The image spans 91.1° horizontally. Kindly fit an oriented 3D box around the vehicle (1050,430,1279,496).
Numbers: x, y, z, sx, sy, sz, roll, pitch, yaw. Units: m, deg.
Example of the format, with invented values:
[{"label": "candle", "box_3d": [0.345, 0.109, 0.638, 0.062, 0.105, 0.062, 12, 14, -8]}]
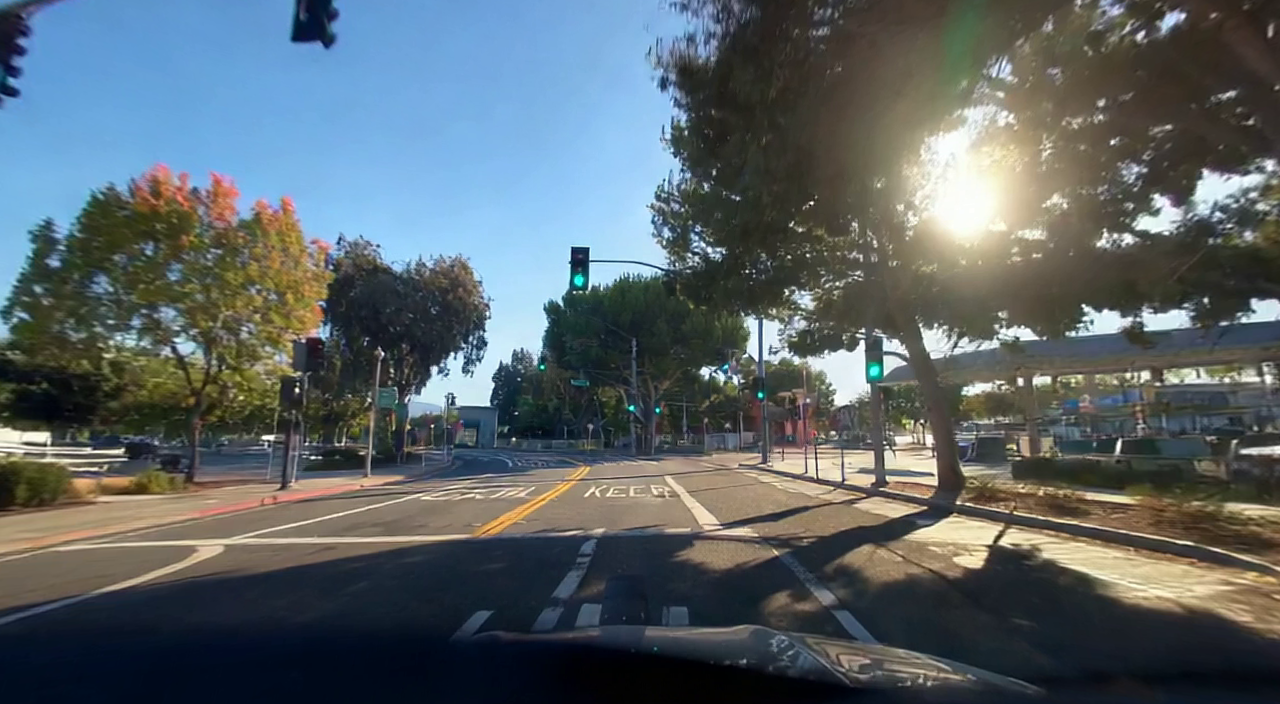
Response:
[{"label": "vehicle", "box_3d": [13.044, 2.675, 15.349, 4.484, 1.443, 2.094, -1, -9, 10]}]
